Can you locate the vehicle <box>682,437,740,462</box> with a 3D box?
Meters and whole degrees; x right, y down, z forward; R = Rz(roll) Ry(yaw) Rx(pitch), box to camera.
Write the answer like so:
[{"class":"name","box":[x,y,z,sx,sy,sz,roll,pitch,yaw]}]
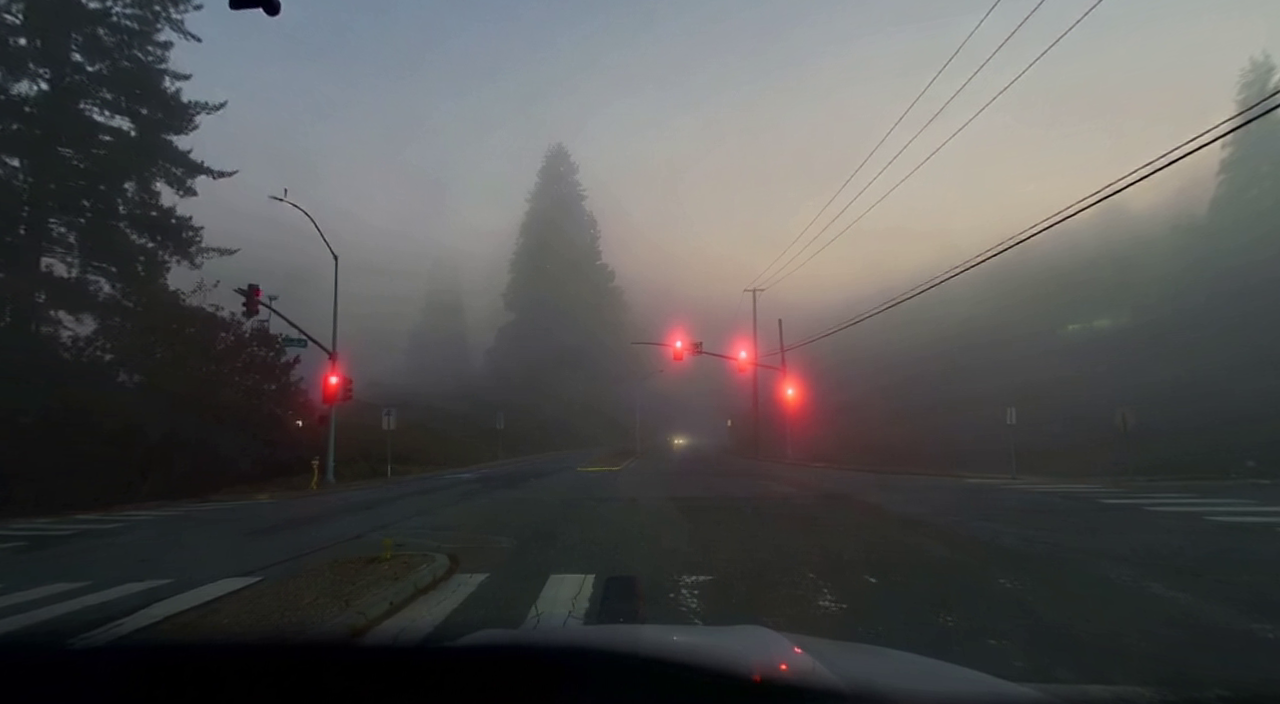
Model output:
[{"class":"vehicle","box":[4.456,6.259,40.577,2.067,1.490,4.884,2,-9,-14]}]
